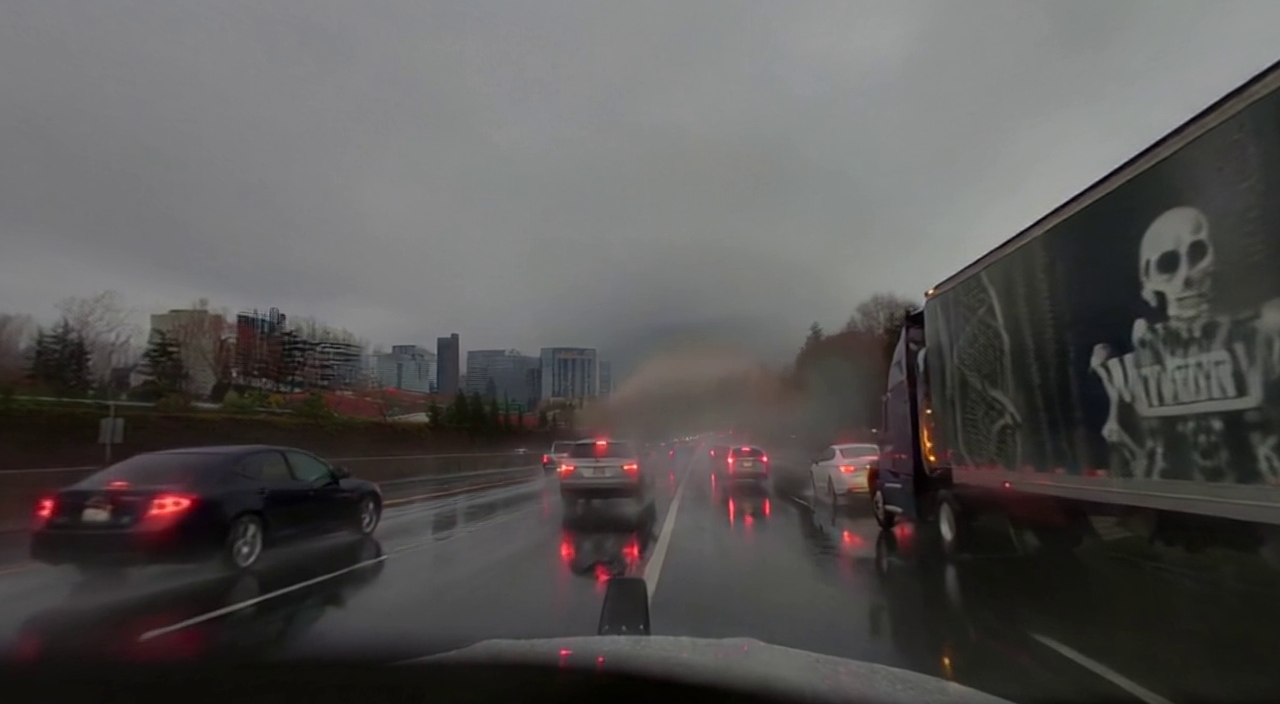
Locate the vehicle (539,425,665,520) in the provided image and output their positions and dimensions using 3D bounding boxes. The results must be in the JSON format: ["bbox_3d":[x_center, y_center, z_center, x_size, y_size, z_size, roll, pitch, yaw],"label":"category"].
[{"bbox_3d":[-0.655,2.680,14.611,2.153,1.805,4.631,-1,-8,6],"label":"vehicle"}]

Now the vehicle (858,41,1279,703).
[{"bbox_3d":[4.663,0.543,5.309,2.987,3.212,9.311,-1,-8,5],"label":"vehicle"}]

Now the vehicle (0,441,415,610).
[{"bbox_3d":[-5.020,1.891,8.091,1.965,1.443,4.968,-1,-8,7],"label":"vehicle"}]

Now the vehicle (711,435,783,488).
[{"bbox_3d":[3.754,3.922,22.873,2.156,1.701,4.494,-1,-8,5],"label":"vehicle"}]
